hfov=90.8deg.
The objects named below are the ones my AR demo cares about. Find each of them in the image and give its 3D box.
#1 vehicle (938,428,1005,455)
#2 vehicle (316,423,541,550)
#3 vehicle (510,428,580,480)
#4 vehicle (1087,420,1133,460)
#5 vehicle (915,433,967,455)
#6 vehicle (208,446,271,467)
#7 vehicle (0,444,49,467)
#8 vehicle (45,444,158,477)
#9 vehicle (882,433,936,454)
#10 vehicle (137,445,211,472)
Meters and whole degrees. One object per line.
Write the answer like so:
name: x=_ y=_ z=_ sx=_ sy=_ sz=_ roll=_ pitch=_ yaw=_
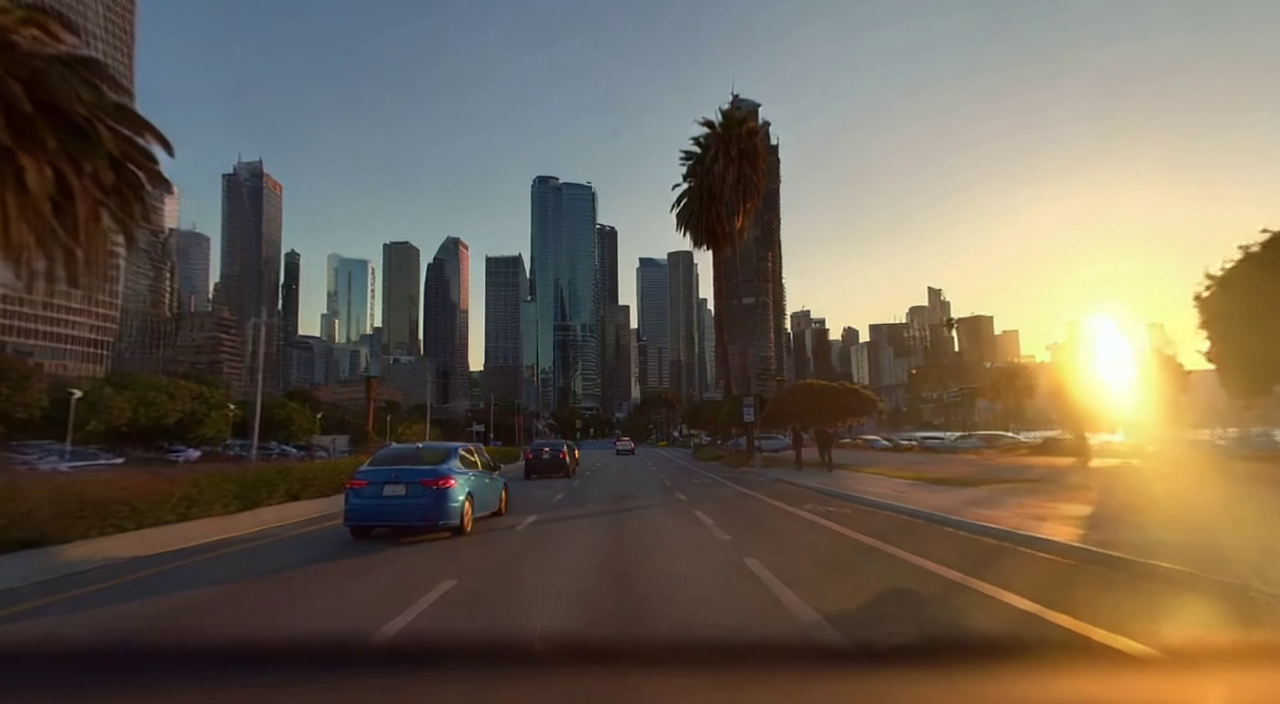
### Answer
vehicle: x=24.910 y=6.786 z=47.714 sx=2.147 sy=1.886 sz=5.603 roll=0 pitch=-8 yaw=1
vehicle: x=-2.957 y=1.981 z=10.032 sx=2.071 sy=1.544 sz=4.383 roll=0 pitch=-8 yaw=0
vehicle: x=-3.334 y=3.681 z=22.926 sx=1.894 sy=1.702 sz=3.999 roll=0 pitch=-8 yaw=0
vehicle: x=24.258 y=4.530 z=32.615 sx=1.679 sy=1.923 sz=3.703 roll=-6 pitch=-10 yaw=36
vehicle: x=22.551 y=6.912 z=47.522 sx=1.938 sy=1.522 sz=4.121 roll=0 pitch=-8 yaw=1
vehicle: x=-31.129 y=8.122 z=49.282 sx=1.859 sy=1.524 sz=4.812 roll=0 pitch=-8 yaw=-2
vehicle: x=-42.842 y=6.990 z=42.756 sx=3.721 sy=1.477 sz=1.828 roll=0 pitch=-8 yaw=-3
vehicle: x=-30.882 y=6.208 z=36.495 sx=1.947 sy=1.763 sz=5.176 roll=0 pitch=-8 yaw=-1
vehicle: x=20.174 y=6.886 z=47.623 sx=1.976 sy=1.431 sz=4.774 roll=-1 pitch=-8 yaw=-1
vehicle: x=-31.209 y=7.124 z=42.441 sx=1.835 sy=1.664 sz=3.972 roll=-1 pitch=-8 yaw=2
